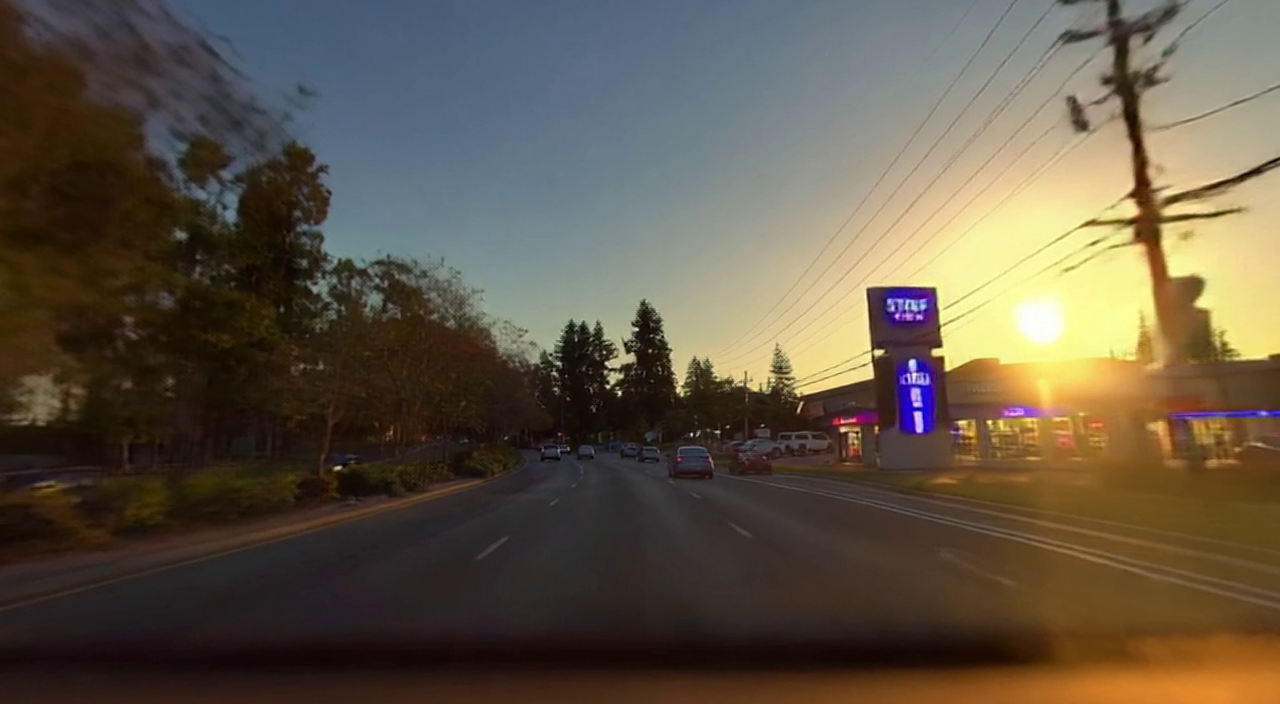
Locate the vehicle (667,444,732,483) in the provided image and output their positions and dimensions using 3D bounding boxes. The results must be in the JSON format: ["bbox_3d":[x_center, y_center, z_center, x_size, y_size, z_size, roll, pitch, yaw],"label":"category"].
[{"bbox_3d":[2.405,4.627,26.557,2.130,1.476,4.453,0,-9,-2],"label":"vehicle"}]

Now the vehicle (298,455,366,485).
[{"bbox_3d":[-17.407,6.678,35.875,1.873,1.507,4.204,0,-8,-3],"label":"vehicle"}]
